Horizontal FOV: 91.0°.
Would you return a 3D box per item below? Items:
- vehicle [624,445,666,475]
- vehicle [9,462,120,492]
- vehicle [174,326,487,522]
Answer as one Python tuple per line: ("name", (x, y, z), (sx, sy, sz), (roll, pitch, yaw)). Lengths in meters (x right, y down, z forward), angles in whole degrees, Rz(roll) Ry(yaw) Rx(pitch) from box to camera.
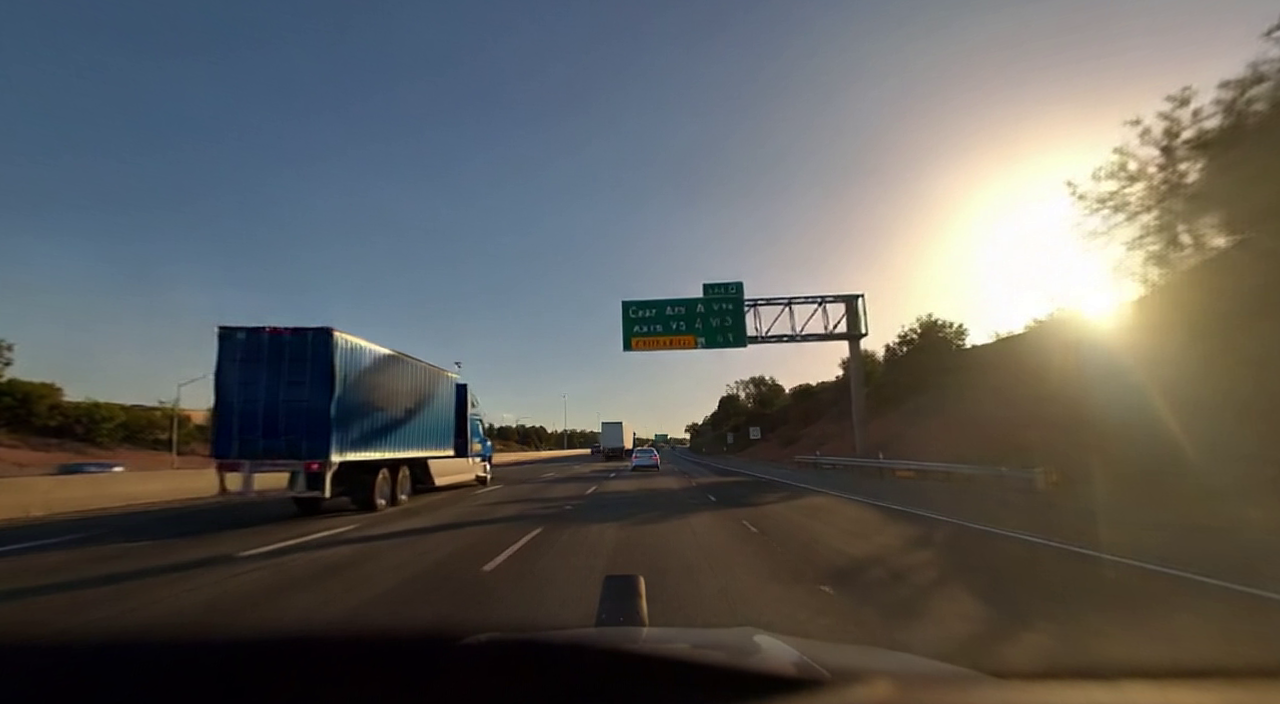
("vehicle", (0.234, 5.677, 33.231), (2.066, 1.469, 4.050), (0, -9, -1))
("vehicle", (-34.421, 7.469, 37.879), (1.980, 1.590, 4.757), (0, -9, 3))
("vehicle", (-7.325, 2.212, 17.811), (3.067, 3.804, 11.136), (0, -9, 1))
